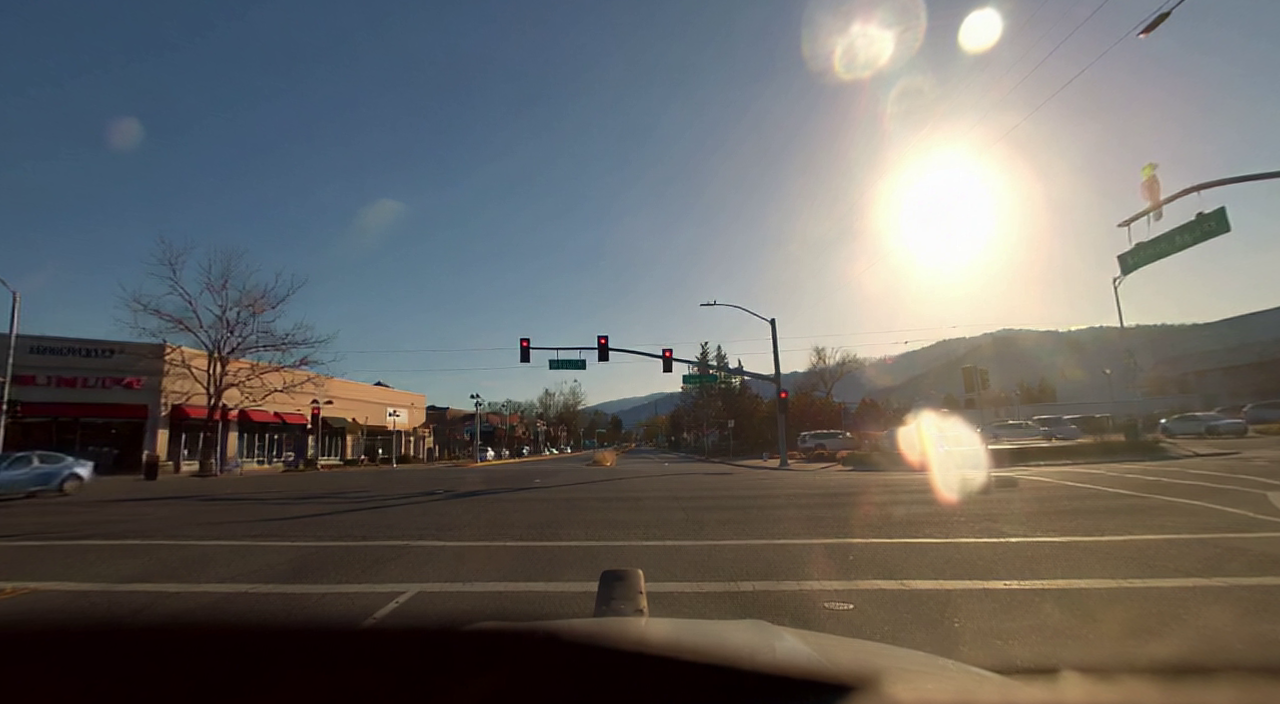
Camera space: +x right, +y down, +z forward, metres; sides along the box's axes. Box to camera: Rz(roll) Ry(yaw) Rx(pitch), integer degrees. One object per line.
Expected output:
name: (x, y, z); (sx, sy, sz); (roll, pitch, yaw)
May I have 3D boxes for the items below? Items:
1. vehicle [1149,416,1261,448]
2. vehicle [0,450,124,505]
vehicle: (28.264, 4.069, 31.729); (1.799, 1.459, 4.266); (-1, -8, 3)
vehicle: (-18.776, 3.769, 19.262); (1.919, 1.513, 4.604); (-1, -8, 3)
